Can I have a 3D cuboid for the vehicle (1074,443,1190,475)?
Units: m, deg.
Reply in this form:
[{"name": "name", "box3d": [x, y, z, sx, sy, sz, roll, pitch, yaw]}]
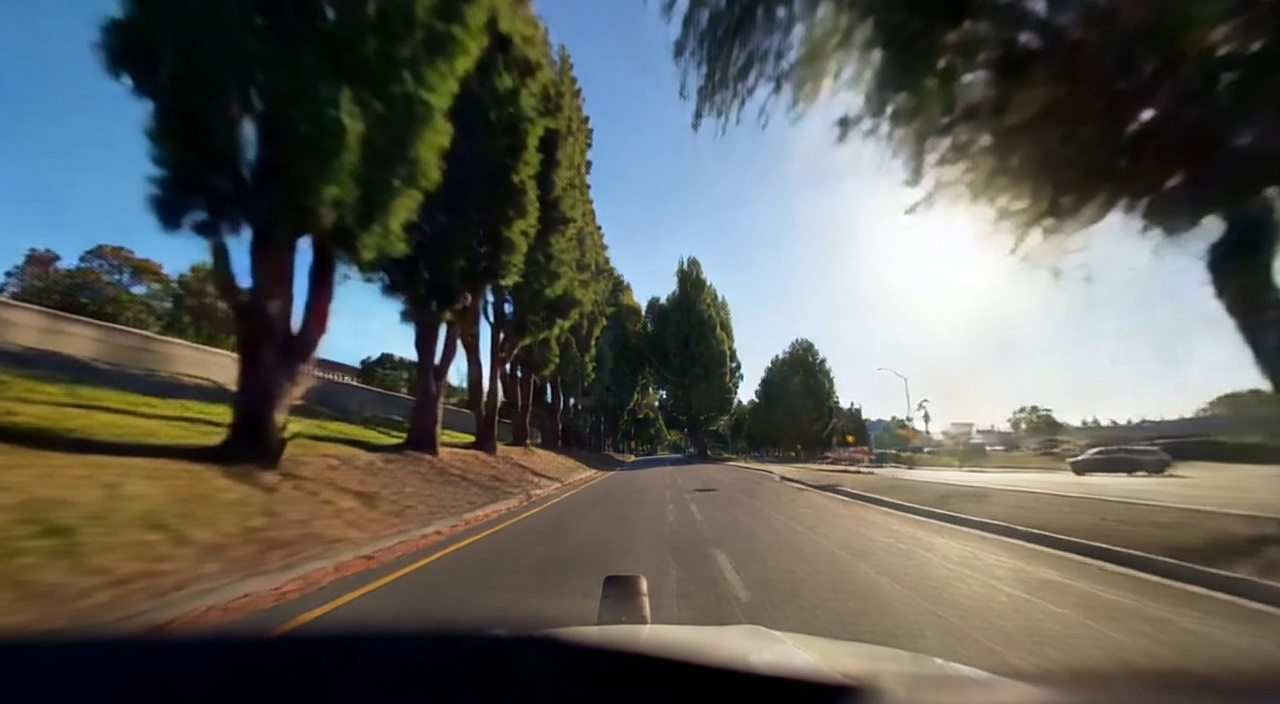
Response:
[{"name": "vehicle", "box3d": [26.051, 5.678, 33.379, 4.473, 1.581, 1.973, 0, -9, -1]}]
